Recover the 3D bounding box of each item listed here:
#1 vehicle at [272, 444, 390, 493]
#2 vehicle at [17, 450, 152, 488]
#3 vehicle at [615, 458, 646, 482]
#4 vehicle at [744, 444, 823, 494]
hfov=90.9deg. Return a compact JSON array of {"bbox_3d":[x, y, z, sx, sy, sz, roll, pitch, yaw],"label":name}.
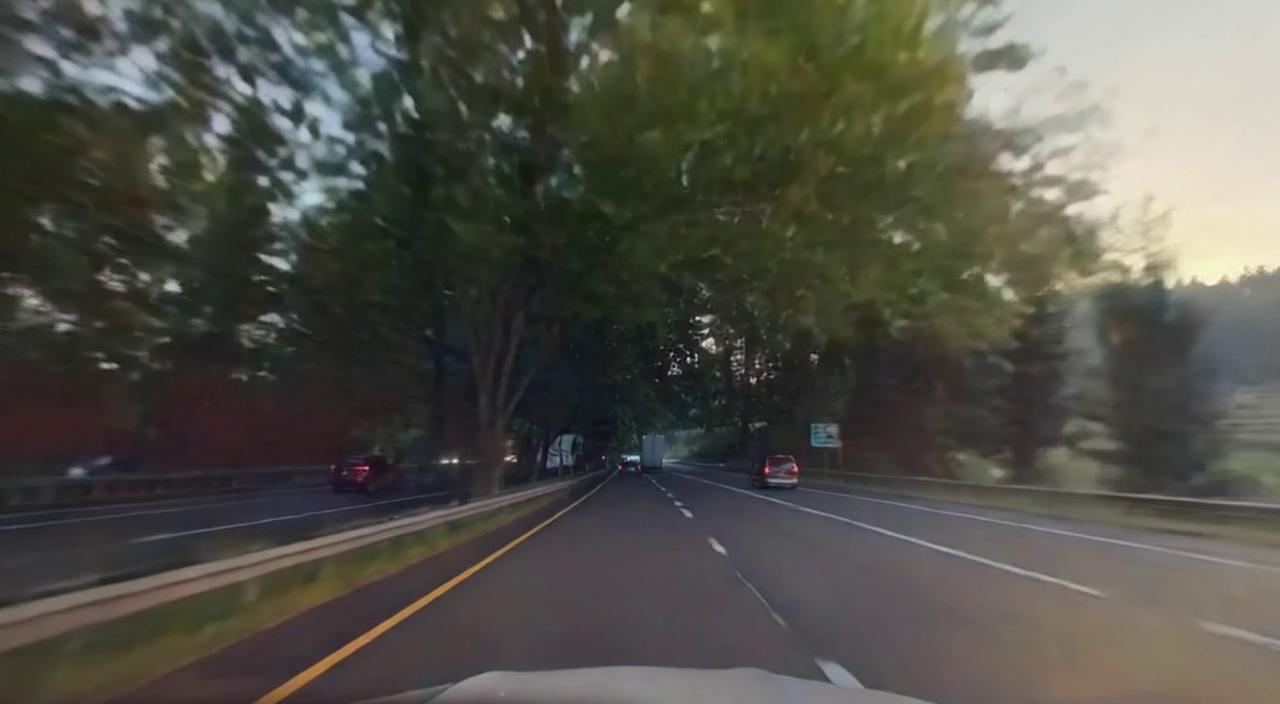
[{"bbox_3d":[-11.398,4.368,23.710,1.952,1.618,4.859,1,-10,0],"label":"vehicle"},{"bbox_3d":[-27.516,5.855,31.518,1.980,1.699,5.236,1,-10,-1],"label":"vehicle"},{"bbox_3d":[-0.700,8.004,42.821,1.987,1.467,3.903,1,-10,-2],"label":"vehicle"},{"bbox_3d":[5.591,4.681,25.227,1.998,1.776,4.663,1,-10,-1],"label":"vehicle"}]
